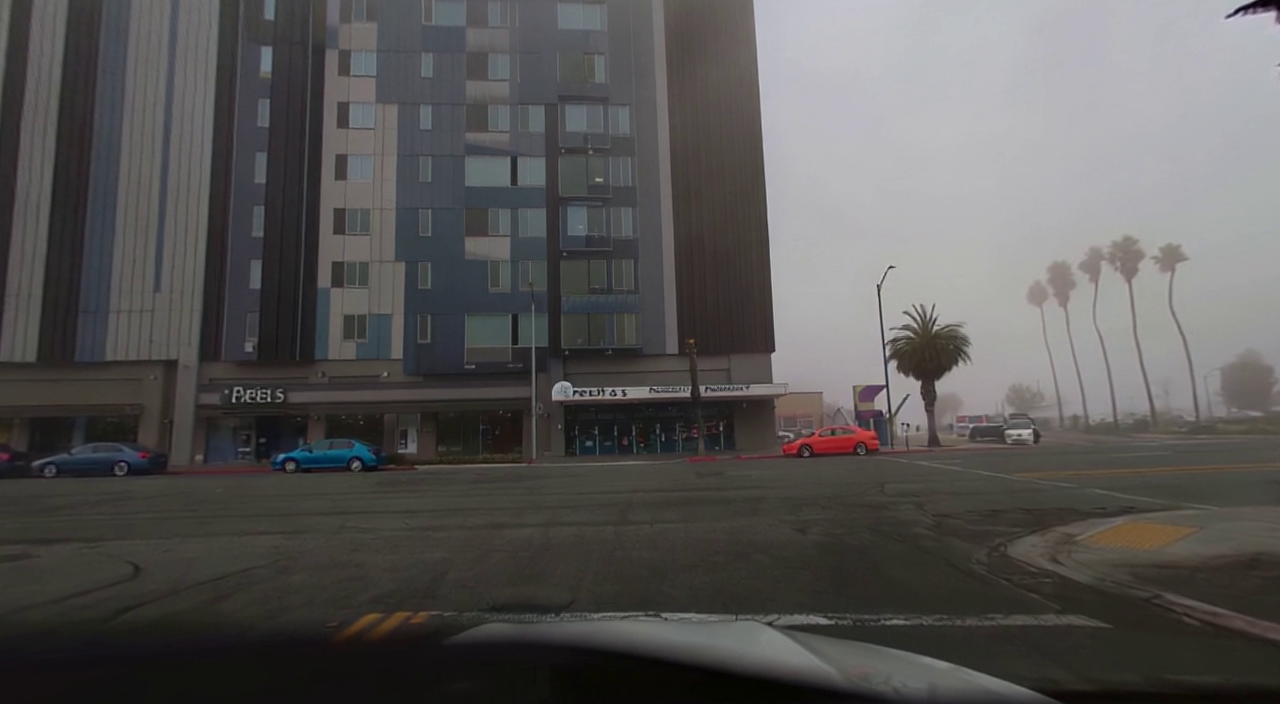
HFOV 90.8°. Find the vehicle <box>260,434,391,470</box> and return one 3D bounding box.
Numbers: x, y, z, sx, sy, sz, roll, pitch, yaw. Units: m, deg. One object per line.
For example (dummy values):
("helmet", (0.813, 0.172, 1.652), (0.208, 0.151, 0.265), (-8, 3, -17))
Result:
("vehicle", (-13.933, 4.447, 28.148), (4.857, 1.497, 1.811), (0, -9, 2))

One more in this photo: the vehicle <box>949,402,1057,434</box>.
("vehicle", (28.555, 5.213, 49.859), (7.026, 2.329, 2.545), (1, -6, -4))

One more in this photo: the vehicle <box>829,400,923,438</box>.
("vehicle", (16.085, 4.602, 43.292), (5.524, 2.504, 2.196), (0, -9, -3))

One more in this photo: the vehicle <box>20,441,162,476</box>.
("vehicle", (-23.614, 4.587, 27.293), (4.321, 1.430, 1.775), (0, -9, -2))

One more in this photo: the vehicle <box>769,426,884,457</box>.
("vehicle", (8.623, 4.180, 29.460), (4.782, 1.371, 1.763), (1, -9, -5))
